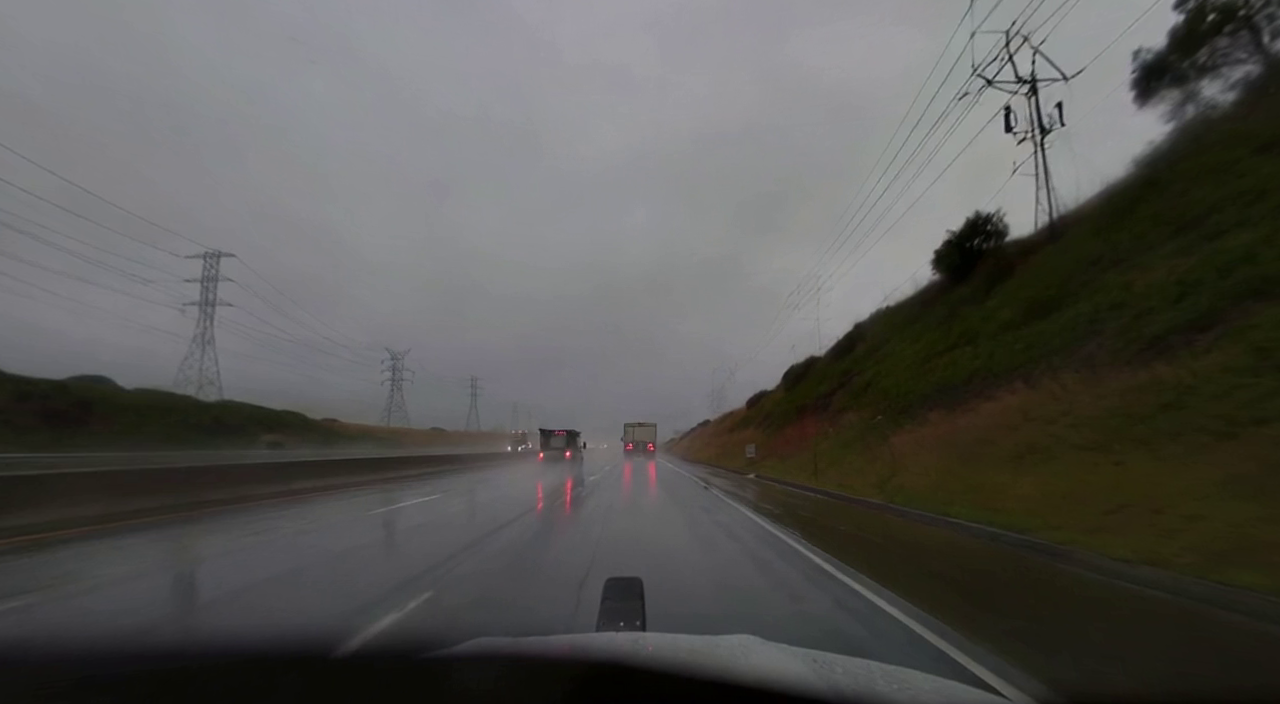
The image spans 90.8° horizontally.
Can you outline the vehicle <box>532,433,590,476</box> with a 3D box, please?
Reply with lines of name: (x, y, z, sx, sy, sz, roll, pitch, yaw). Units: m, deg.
vehicle: (-3.810, 5.066, 31.353, 2.207, 1.949, 4.911, 0, -9, 1)
